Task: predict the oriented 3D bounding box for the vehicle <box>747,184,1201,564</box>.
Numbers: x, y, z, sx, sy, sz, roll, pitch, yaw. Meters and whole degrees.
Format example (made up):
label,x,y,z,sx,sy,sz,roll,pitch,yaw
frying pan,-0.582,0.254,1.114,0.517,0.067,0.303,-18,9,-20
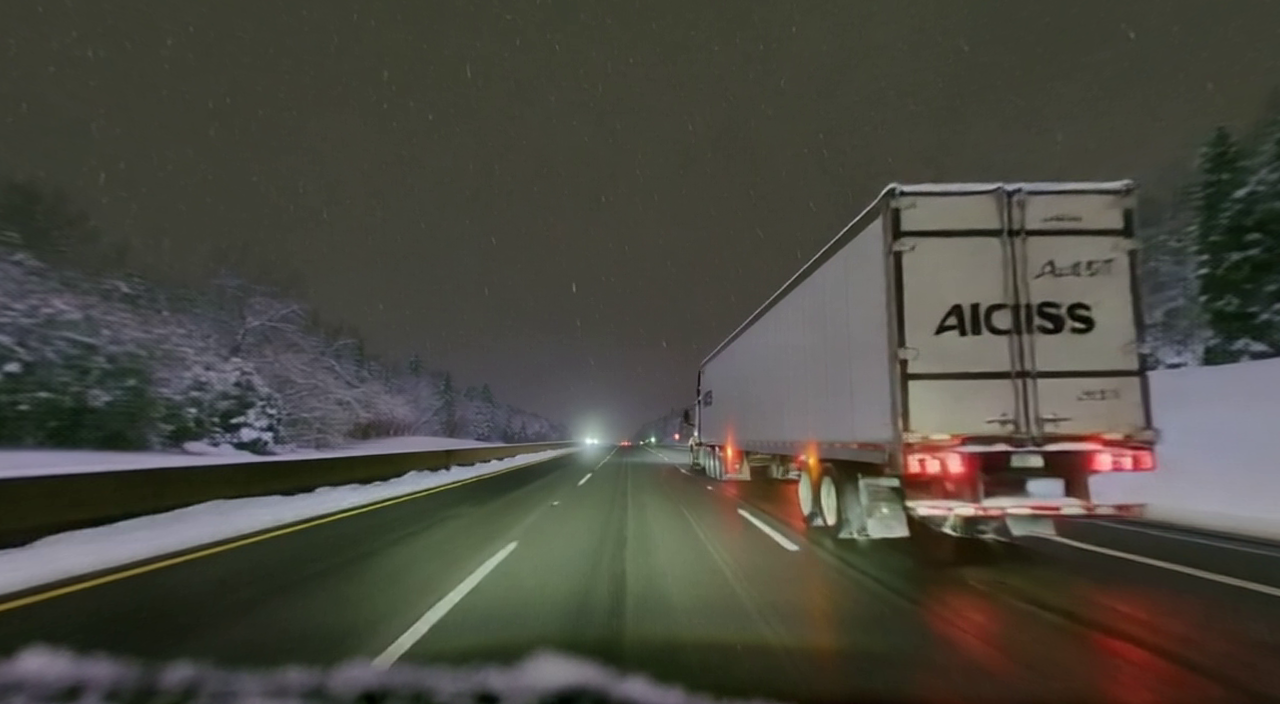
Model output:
label,x,y,z,sx,sy,sz,roll,pitch,yaw
vehicle,4.170,0.760,11.080,2.880,3.986,9.103,0,-8,0
